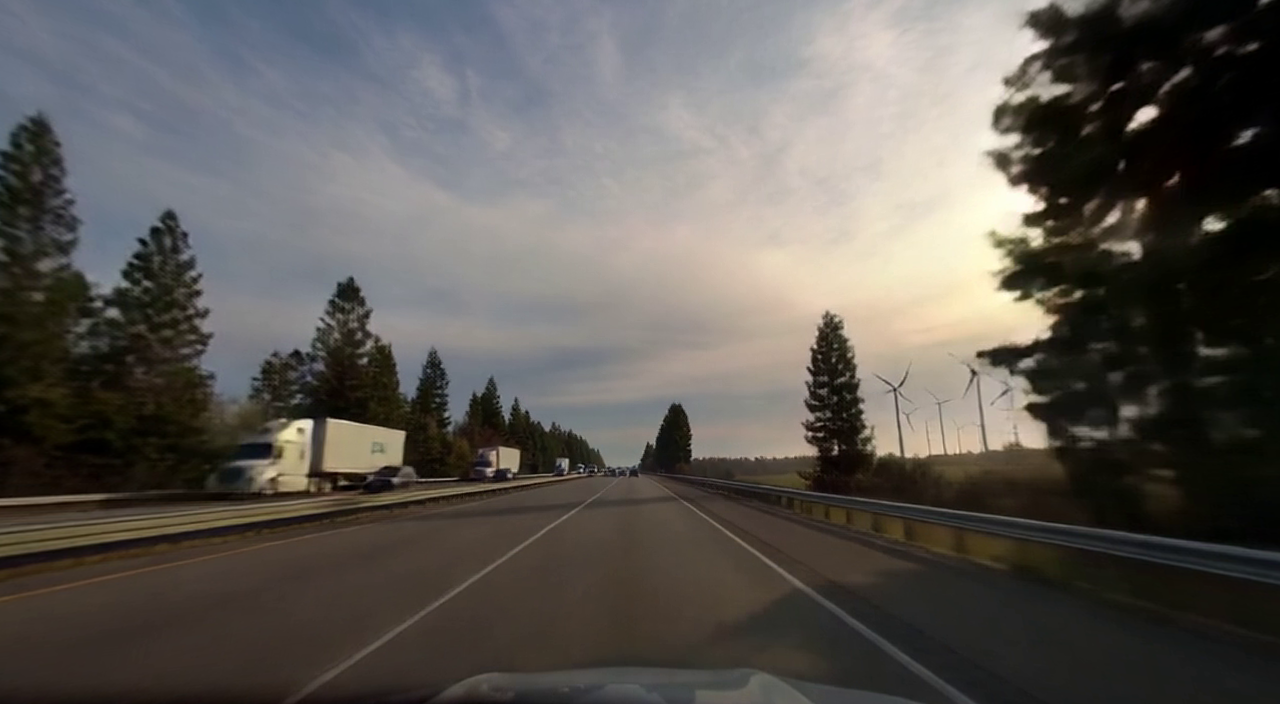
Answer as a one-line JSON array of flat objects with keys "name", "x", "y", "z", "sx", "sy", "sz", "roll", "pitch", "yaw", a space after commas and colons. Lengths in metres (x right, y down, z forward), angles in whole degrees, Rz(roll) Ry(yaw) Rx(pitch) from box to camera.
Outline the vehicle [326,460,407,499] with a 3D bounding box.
[{"name": "vehicle", "x": -12.628, "y": 5.911, "z": 29.378, "sx": 1.954, "sy": 1.664, "sz": 3.938, "roll": 1, "pitch": -11, "yaw": -1}]

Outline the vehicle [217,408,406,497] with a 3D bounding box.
[{"name": "vehicle", "x": -16.887, "y": 5.672, "z": 34.476, "sx": 2.814, "sy": 3.790, "sz": 14.222, "roll": 1, "pitch": -11, "yaw": -1}]
